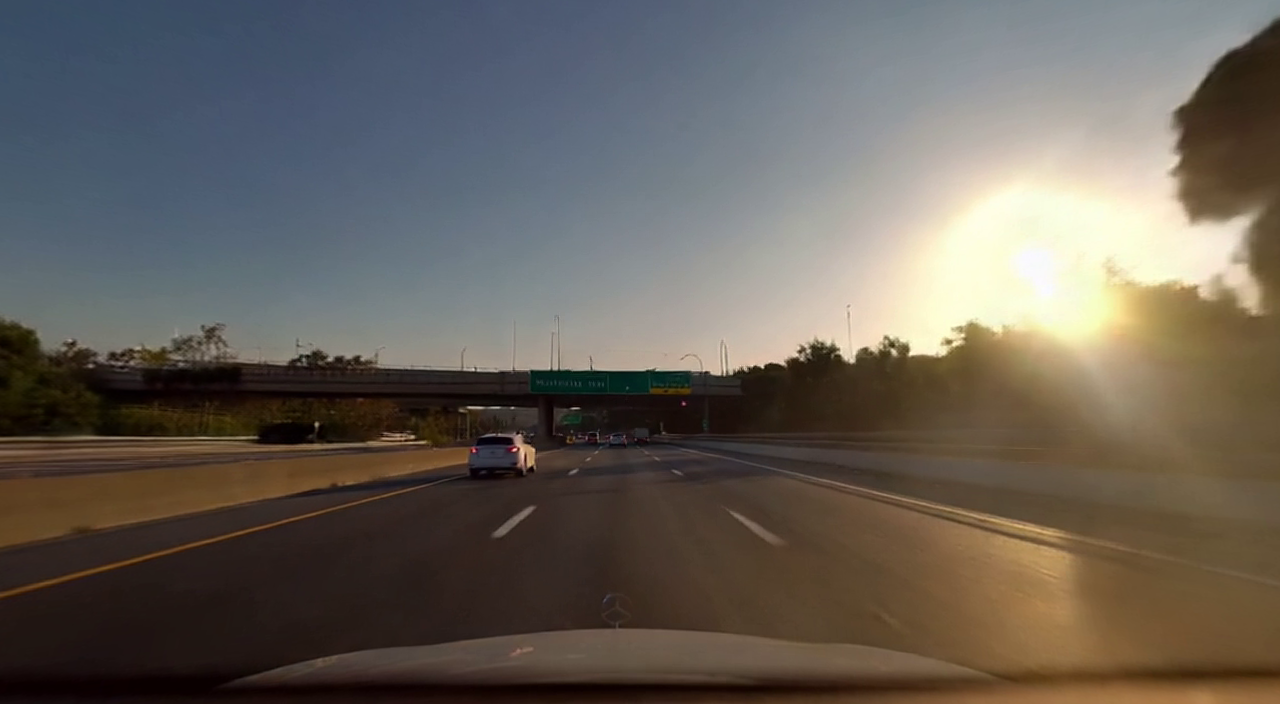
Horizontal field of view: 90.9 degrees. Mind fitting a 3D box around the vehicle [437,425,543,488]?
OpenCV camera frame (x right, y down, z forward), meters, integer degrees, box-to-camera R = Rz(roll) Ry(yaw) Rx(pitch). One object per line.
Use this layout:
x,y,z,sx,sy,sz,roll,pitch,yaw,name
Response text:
-4.146,2.947,18.187,2.062,1.591,4.156,0,-8,-1,vehicle
